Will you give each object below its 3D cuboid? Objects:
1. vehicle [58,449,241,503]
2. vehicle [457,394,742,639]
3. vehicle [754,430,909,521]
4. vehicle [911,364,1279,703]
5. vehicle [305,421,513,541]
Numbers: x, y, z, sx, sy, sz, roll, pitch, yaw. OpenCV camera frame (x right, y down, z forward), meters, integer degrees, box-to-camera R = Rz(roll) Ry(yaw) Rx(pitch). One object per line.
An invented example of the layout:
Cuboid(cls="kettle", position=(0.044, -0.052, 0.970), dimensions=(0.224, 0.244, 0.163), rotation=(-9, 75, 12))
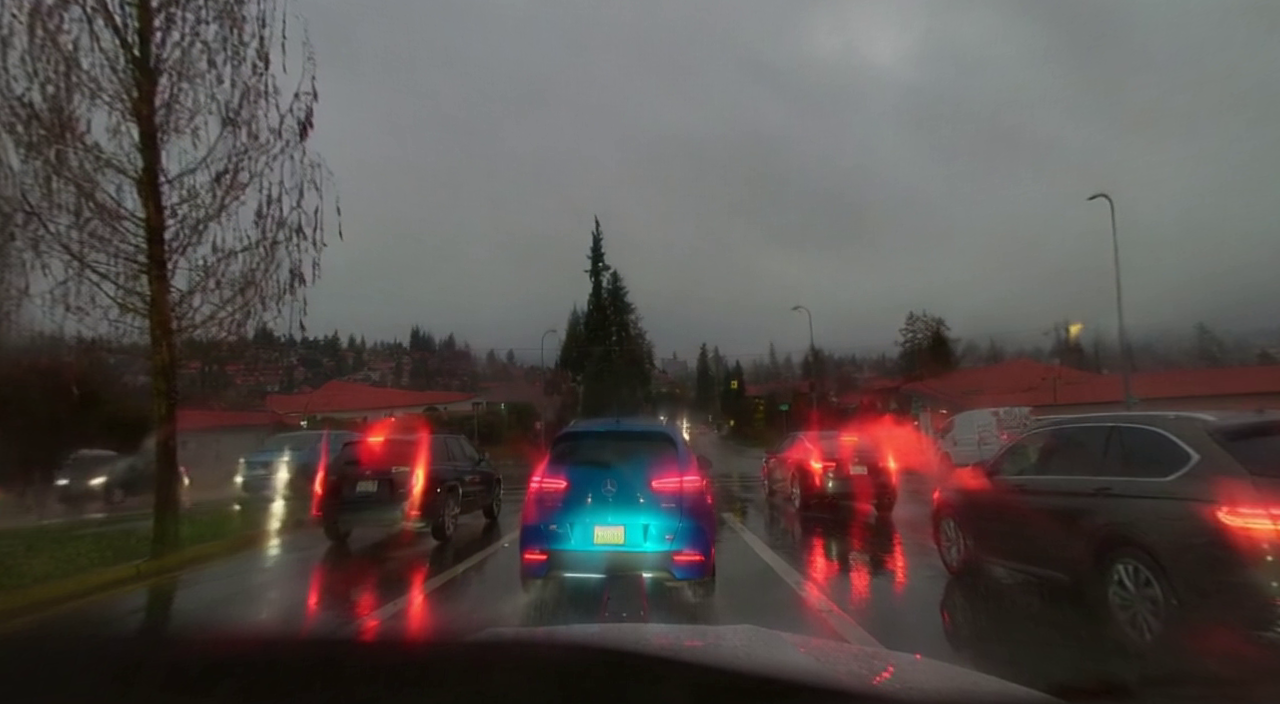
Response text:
Cuboid(cls="vehicle", position=(-15.820, 3.976, 20.789), dimensions=(2.057, 1.540, 4.884), rotation=(0, -8, 1))
Cuboid(cls="vehicle", position=(-0.165, 1.462, 6.587), dimensions=(2.022, 1.700, 4.084), rotation=(-1, -8, 4))
Cuboid(cls="vehicle", position=(3.656, 2.422, 12.871), dimensions=(1.847, 1.554, 3.885), rotation=(0, -8, -1))
Cuboid(cls="vehicle", position=(4.141, 1.248, 5.232), dimensions=(2.014, 1.740, 4.515), rotation=(0, -8, 4))
Cuboid(cls="vehicle", position=(-3.770, 2.178, 11.299), dimensions=(2.012, 1.701, 4.316), rotation=(0, -8, 1))
